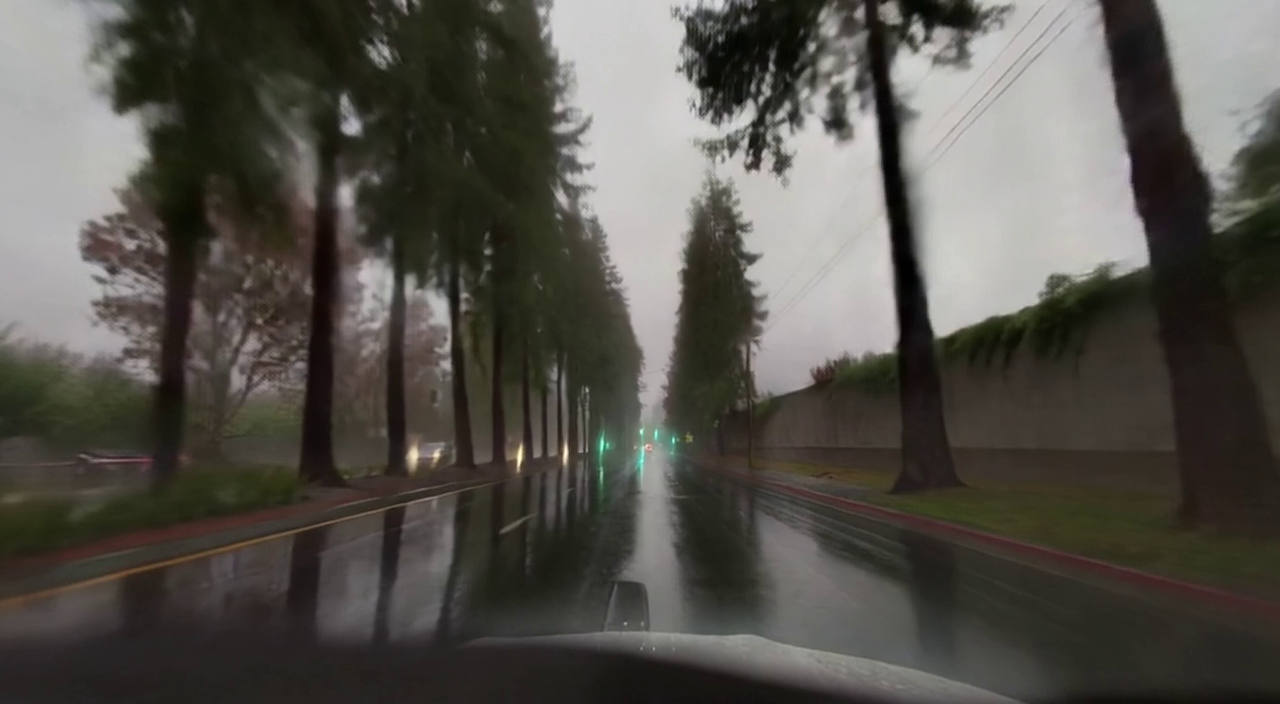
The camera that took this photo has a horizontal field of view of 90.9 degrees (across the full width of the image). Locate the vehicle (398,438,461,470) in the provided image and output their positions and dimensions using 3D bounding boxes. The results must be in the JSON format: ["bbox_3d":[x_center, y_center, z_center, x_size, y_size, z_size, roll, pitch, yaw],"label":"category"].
[{"bbox_3d":[-14.756,7.196,44.684,2.368,2.104,6.159,0,-8,0],"label":"vehicle"}]

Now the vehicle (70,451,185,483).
[{"bbox_3d":[-26.080,5.828,32.188,4.188,1.536,1.845,0,-8,-3],"label":"vehicle"}]
